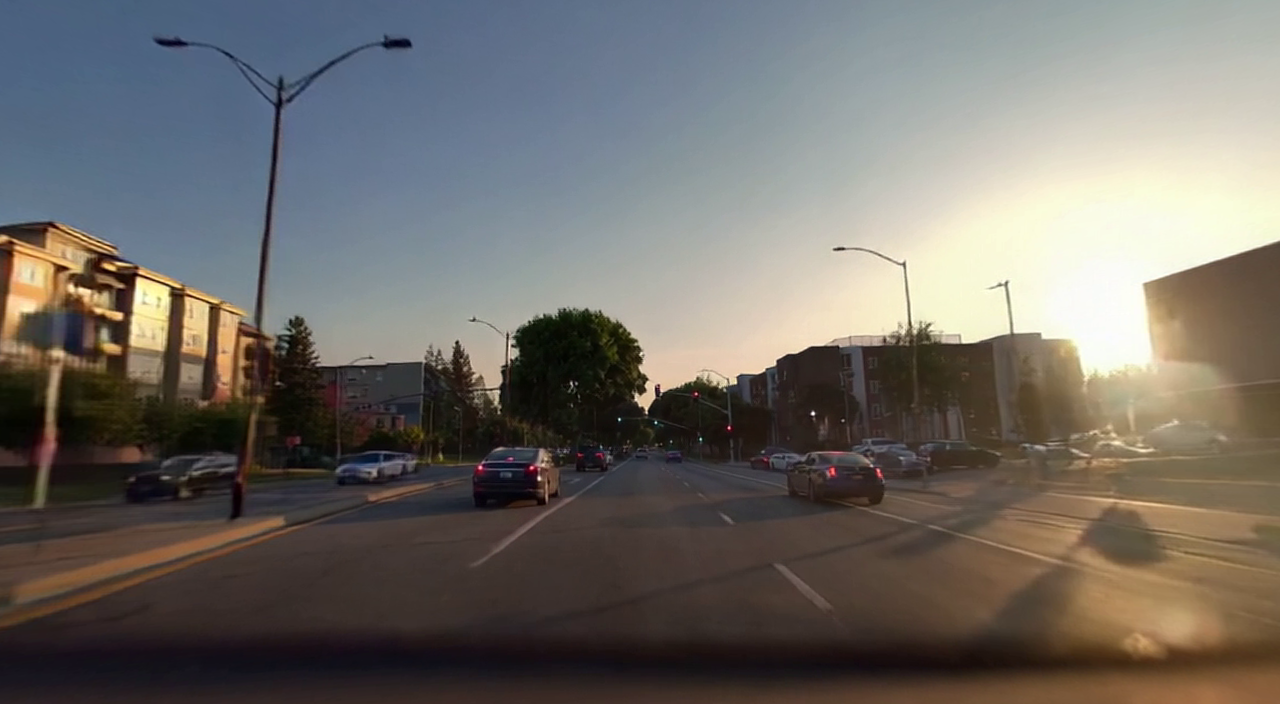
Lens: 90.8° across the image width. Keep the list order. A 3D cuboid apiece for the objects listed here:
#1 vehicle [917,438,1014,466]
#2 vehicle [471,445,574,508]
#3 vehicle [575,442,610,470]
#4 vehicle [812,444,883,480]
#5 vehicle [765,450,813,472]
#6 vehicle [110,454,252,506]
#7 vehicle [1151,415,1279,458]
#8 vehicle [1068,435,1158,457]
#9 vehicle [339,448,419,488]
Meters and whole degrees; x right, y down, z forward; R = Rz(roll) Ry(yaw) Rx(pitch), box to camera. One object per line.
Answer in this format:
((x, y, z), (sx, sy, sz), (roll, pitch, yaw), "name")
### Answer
((18.486, 5.681, 36.044), (4.416, 1.519, 1.988), (-1, -9, 2), "vehicle")
((-2.991, 3.263, 17.045), (2.144, 1.447, 4.421), (0, -9, -3), "vehicle")
((-3.398, 7.593, 46.355), (2.220, 1.888, 4.904), (0, -9, 0), "vehicle")
((10.403, 5.542, 32.043), (1.975, 1.677, 4.400), (0, -9, -1), "vehicle")
((10.268, 7.541, 43.846), (2.045, 1.418, 4.869), (0, -9, -1), "vehicle")
((-14.301, 3.973, 19.976), (1.808, 1.444, 3.609), (0, -9, -1), "vehicle")
((33.318, 4.941, 36.670), (5.156, 2.086, 2.144), (-3, -10, 1), "vehicle")
((34.717, 6.937, 46.503), (4.771, 1.577, 2.205), (-1, -9, 3), "vehicle")
((-10.943, 4.861, 26.768), (1.867, 1.524, 3.654), (0, -9, -1), "vehicle")
